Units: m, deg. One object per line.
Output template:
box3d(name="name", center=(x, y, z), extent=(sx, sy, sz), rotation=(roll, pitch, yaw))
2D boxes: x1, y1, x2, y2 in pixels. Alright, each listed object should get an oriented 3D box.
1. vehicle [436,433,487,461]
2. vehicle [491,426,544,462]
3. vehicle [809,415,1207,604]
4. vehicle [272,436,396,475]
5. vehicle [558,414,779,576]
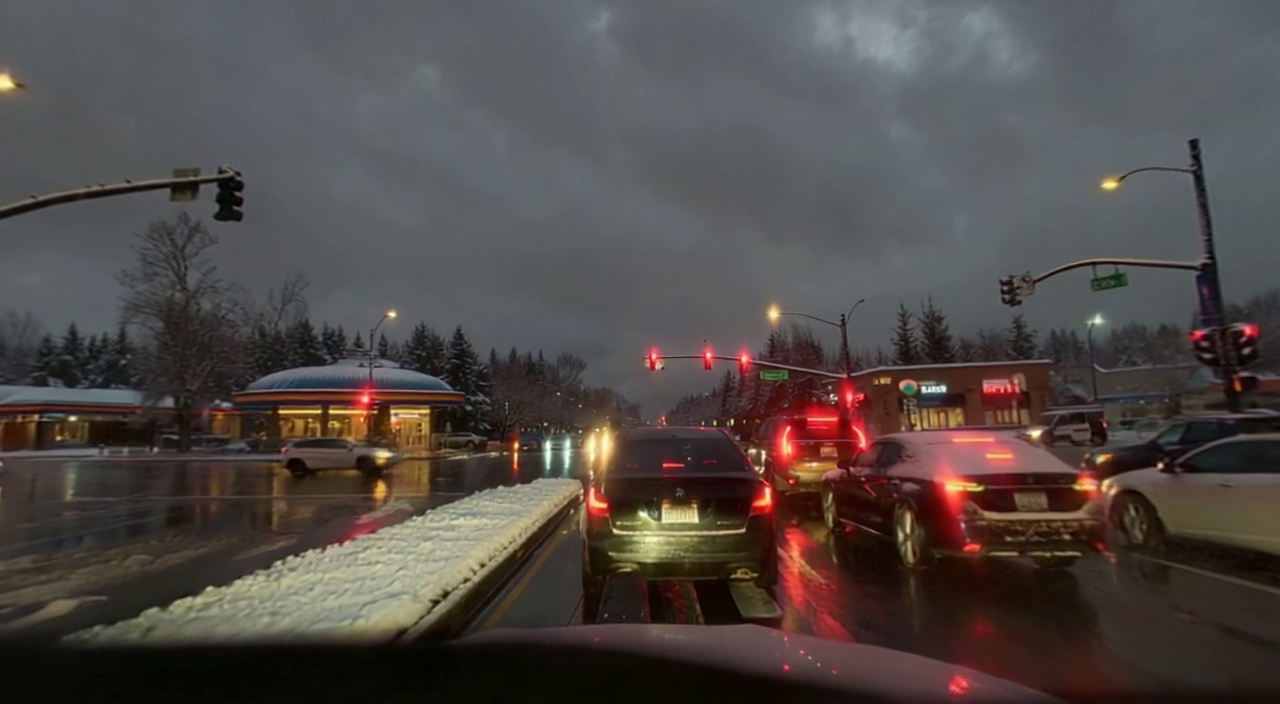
box3d(name="vehicle", center=(-12.117, 6.478, 43.122), extent=(2.122, 1.829, 4.559), rotation=(0, -8, 0))
box3d(name="vehicle", center=(-8.774, 6.601, 45.764), extent=(2.710, 2.022, 5.889), rotation=(-2, -4, 0))
box3d(name="vehicle", center=(3.524, 1.574, 7.295), extent=(1.883, 1.480, 4.489), rotation=(0, -8, 0))
box3d(name="vehicle", center=(-14.120, 4.820, 29.446), extent=(4.833, 1.701, 2.077), rotation=(2, -9, -15))
box3d(name="vehicle", center=(0.224, 1.626, 7.920), extent=(2.073, 1.496, 3.892), rotation=(0, -8, -1))
